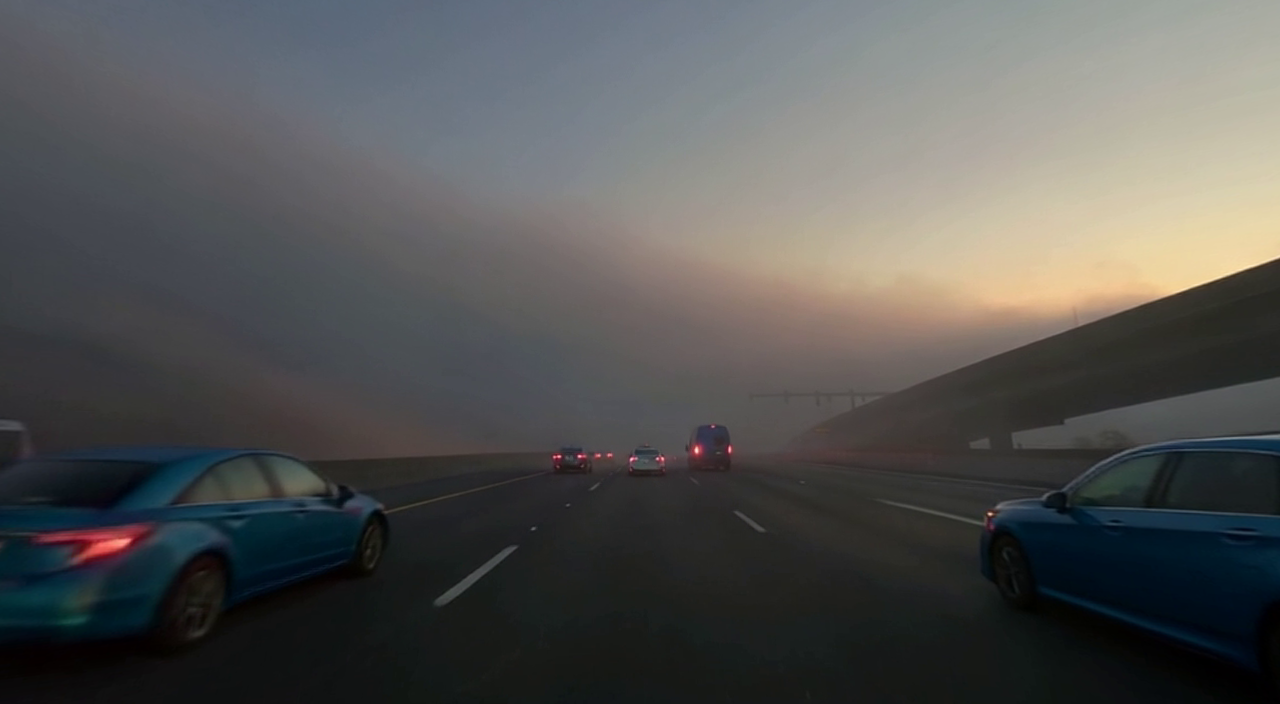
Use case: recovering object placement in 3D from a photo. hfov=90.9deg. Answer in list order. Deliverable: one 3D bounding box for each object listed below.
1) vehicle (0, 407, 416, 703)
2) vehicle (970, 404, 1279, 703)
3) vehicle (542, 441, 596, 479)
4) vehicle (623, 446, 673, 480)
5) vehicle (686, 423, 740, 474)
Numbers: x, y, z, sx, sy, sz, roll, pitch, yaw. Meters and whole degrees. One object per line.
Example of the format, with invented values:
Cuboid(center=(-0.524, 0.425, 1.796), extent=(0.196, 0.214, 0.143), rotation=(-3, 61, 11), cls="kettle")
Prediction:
Cuboid(center=(-3.690, 1.361, 5.231), extent=(2.137, 1.562, 3.926), rotation=(0, -8, 1), cls="vehicle")
Cuboid(center=(4.121, 1.113, 3.573), extent=(2.085, 1.558, 4.466), rotation=(0, -8, 0), cls="vehicle")
Cuboid(center=(-3.397, 5.269, 31.045), extent=(2.078, 1.706, 4.298), rotation=(-1, -8, 2), cls="vehicle")
Cuboid(center=(0.362, 5.162, 29.591), extent=(2.174, 1.467, 4.005), rotation=(0, -8, 0), cls="vehicle")
Cuboid(center=(4.246, 5.753, 37.866), extent=(2.436, 2.745, 6.607), rotation=(0, -8, 0), cls="vehicle")
